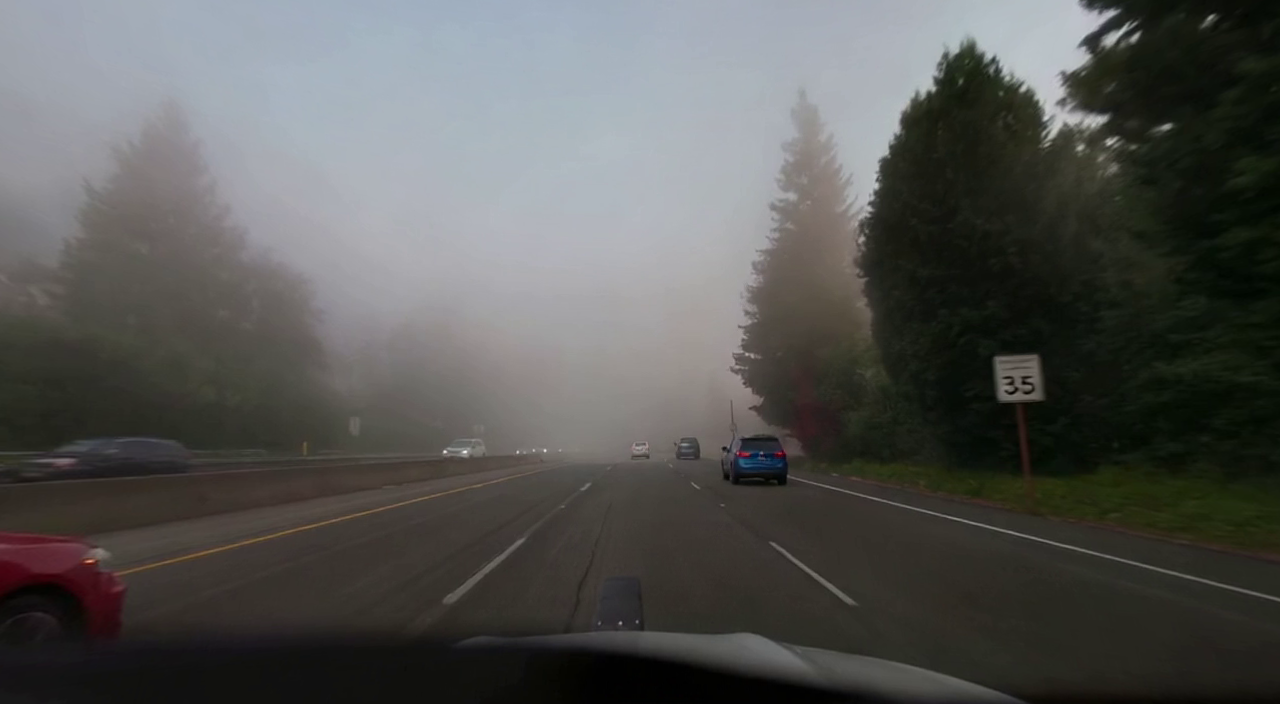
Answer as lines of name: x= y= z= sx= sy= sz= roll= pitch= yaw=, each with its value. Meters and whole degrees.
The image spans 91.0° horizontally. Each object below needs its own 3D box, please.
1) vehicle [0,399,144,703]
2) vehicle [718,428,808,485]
vehicle: x=-3.794 y=0.751 z=1.218 sx=2.036 sy=1.528 sz=4.400 roll=0 pitch=-9 yaw=0
vehicle: x=3.952 y=3.442 z=20.952 sx=2.092 sy=1.686 sz=4.188 roll=0 pitch=-9 yaw=-1
